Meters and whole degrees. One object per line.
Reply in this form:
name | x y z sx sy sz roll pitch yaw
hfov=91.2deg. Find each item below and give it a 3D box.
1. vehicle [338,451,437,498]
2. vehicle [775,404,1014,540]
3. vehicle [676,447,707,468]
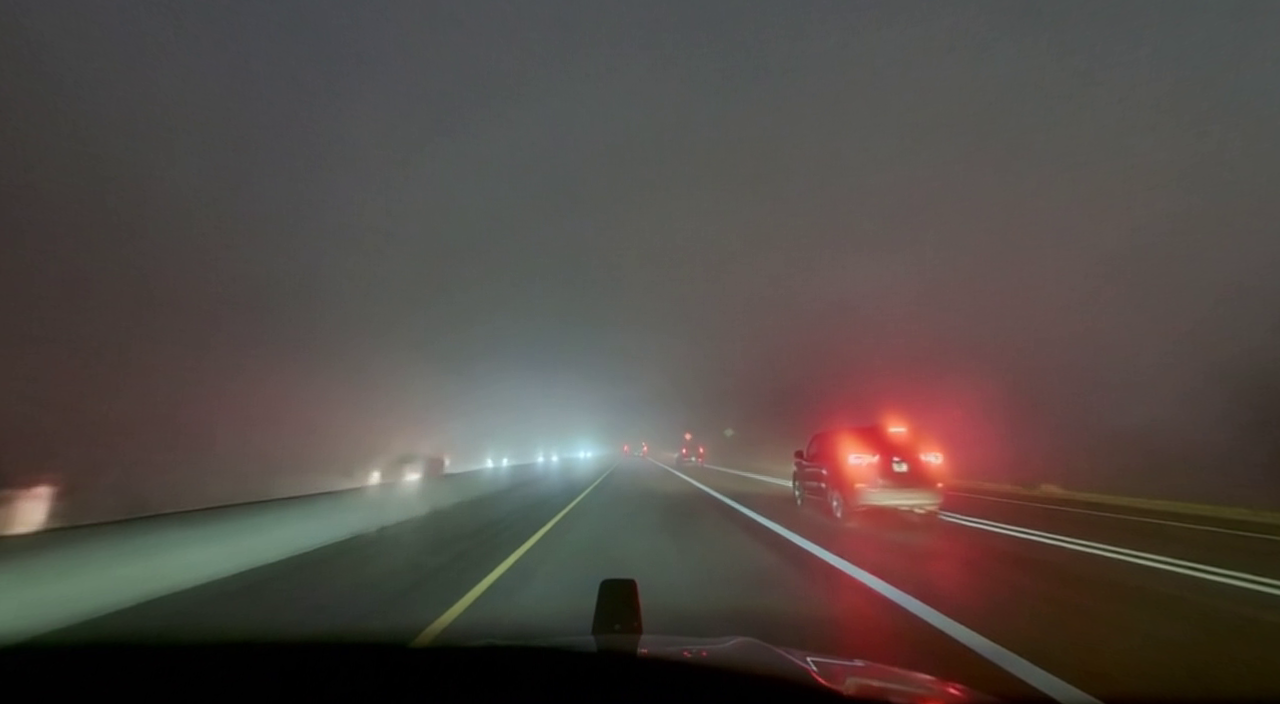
vehicle | -8.776 4.252 22.134 1.850 1.509 3.898 0 -9 0
vehicle | 4.170 2.114 11.549 2.177 1.914 5.245 0 -9 0
vehicle | 3.903 8.042 47.763 1.917 1.488 3.693 0 -9 -2
